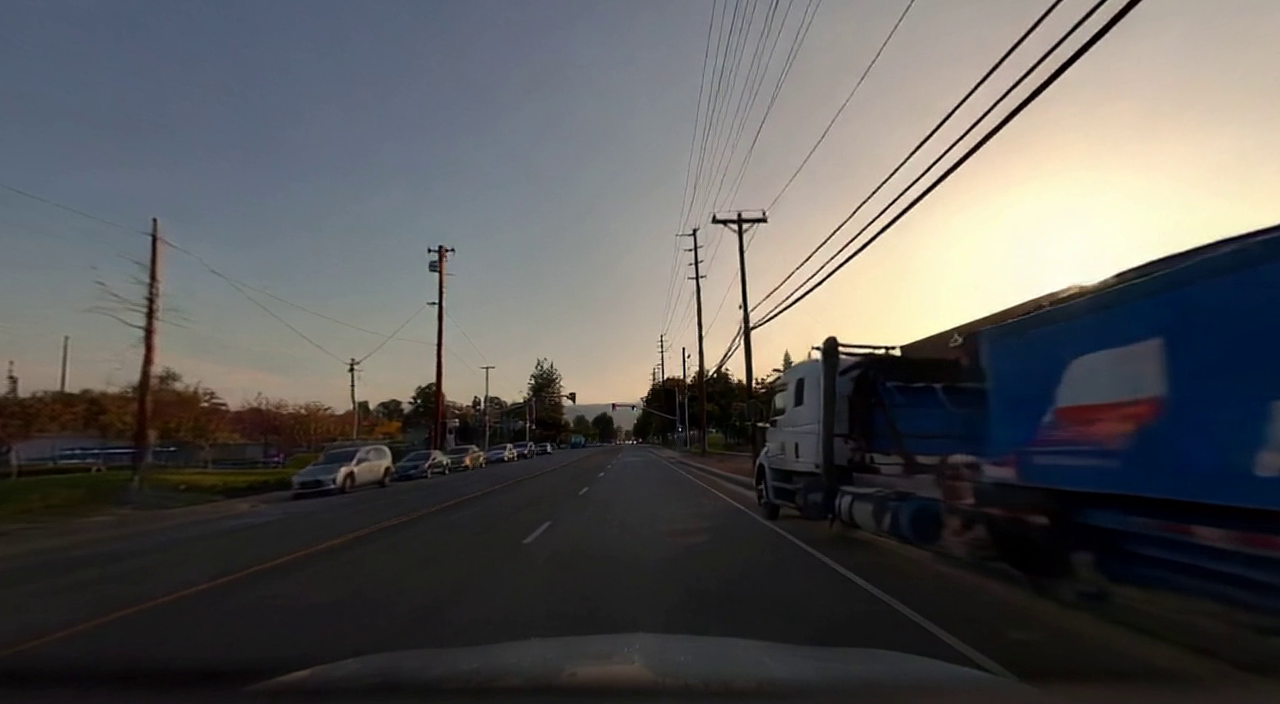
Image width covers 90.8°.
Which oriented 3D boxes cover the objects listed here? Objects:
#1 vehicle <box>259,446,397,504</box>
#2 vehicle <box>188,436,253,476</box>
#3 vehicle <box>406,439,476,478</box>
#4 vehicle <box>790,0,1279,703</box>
[{"bbox_3d":[-8.941,3.533,18.659,1.939,1.480,4.632,0,-9,-3],"label":"vehicle"},{"bbox_3d":[-21.742,5.368,32.927,1.954,1.868,4.977,3,-9,-24],"label":"vehicle"},{"bbox_3d":[-9.447,5.100,30.405,2.027,1.719,4.575,0,-9,-3],"label":"vehicle"},{"bbox_3d":[3.656,0.119,3.064,3.168,3.106,9.350,0,-8,-2],"label":"vehicle"}]
